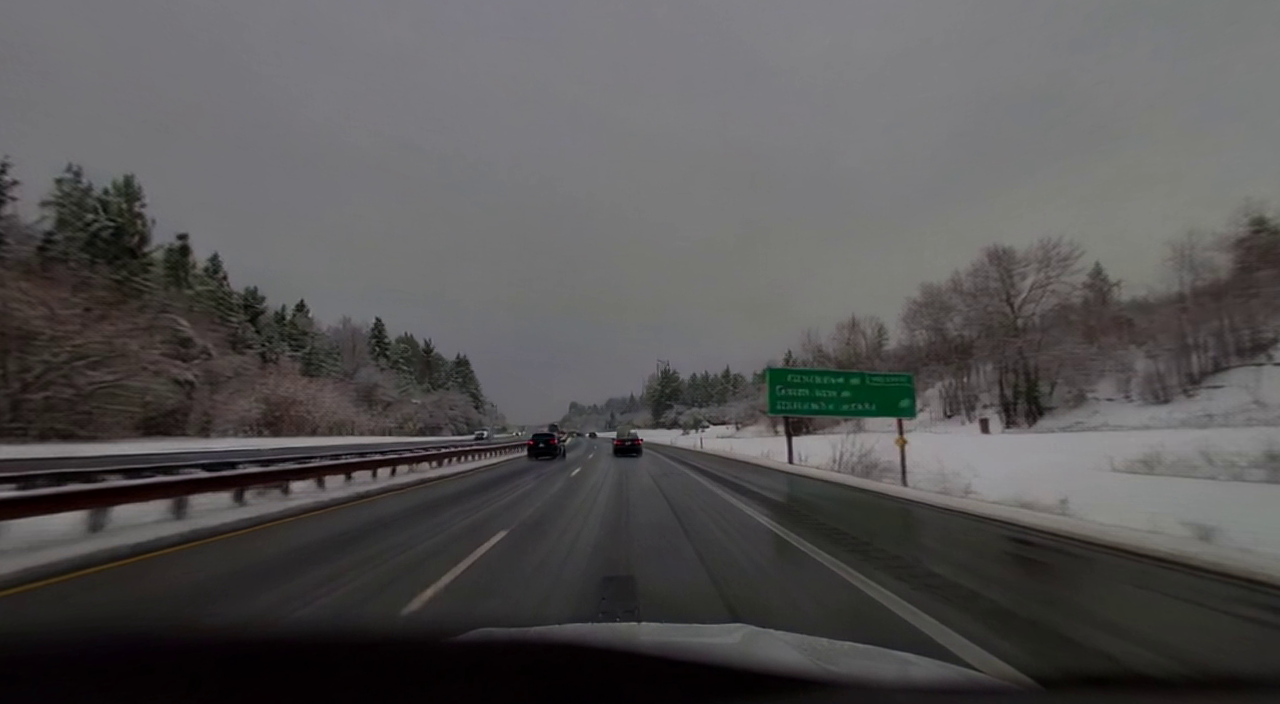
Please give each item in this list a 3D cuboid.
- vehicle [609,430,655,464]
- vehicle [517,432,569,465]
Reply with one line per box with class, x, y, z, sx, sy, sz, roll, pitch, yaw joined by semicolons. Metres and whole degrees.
vehicle;-0.463;4.779;31.906;2.162;1.616;4.242;0;-8;-2
vehicle;-4.676;4.731;31.061;1.975;1.518;4.242;0;-8;-1
